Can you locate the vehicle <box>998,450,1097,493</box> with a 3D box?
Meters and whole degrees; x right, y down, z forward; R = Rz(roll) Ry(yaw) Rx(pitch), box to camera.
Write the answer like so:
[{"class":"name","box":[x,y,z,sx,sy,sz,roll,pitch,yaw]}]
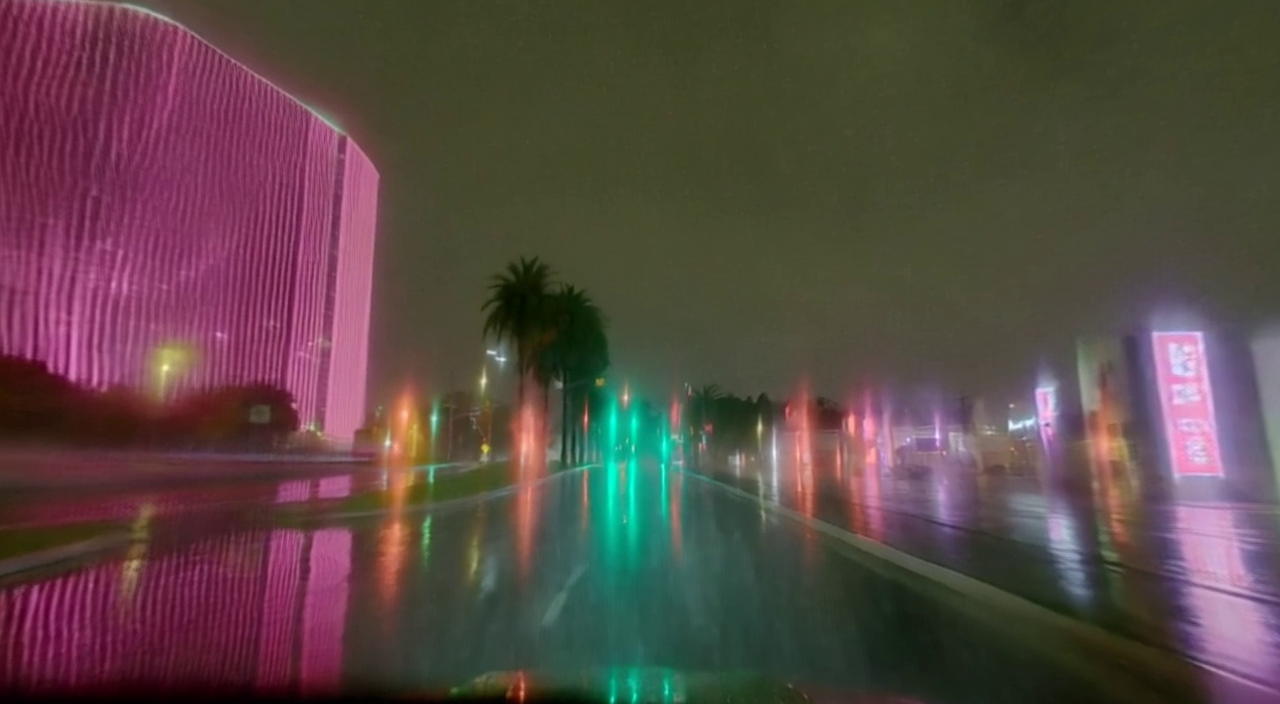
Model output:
[{"class":"vehicle","box":[28.290,8.465,44.088,2.599,2.380,6.013,2,-16,-3]}]
